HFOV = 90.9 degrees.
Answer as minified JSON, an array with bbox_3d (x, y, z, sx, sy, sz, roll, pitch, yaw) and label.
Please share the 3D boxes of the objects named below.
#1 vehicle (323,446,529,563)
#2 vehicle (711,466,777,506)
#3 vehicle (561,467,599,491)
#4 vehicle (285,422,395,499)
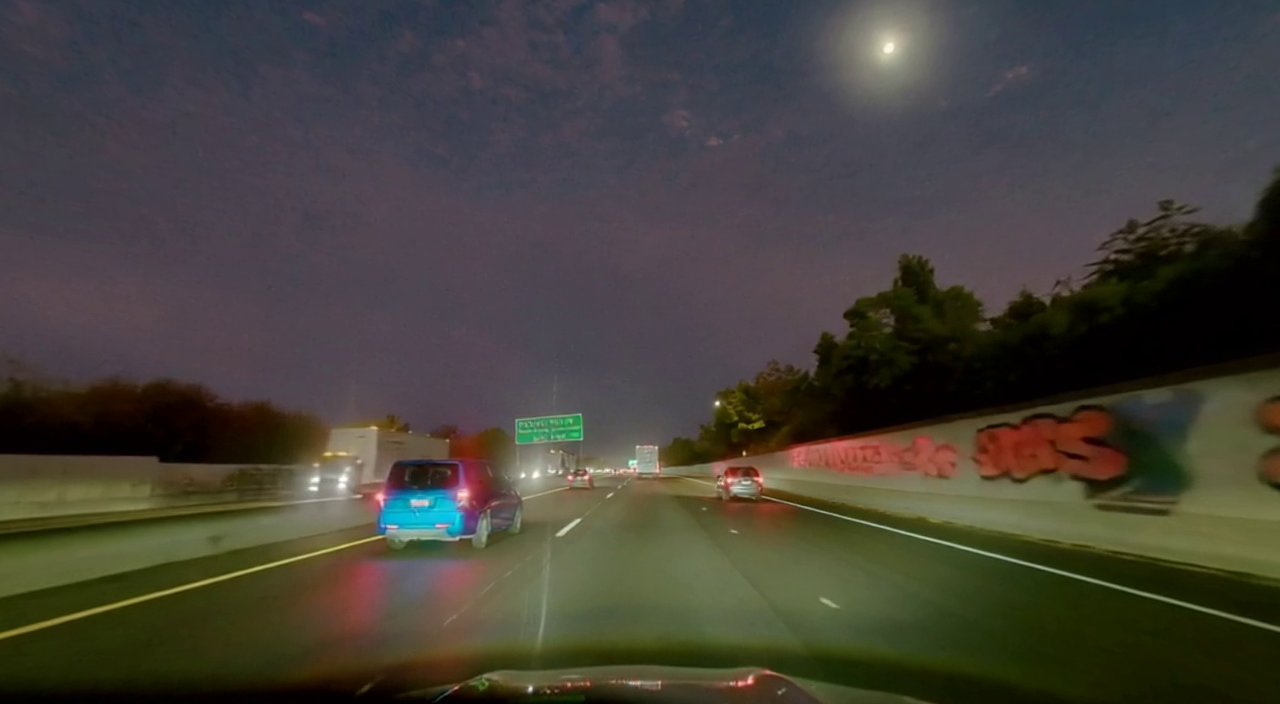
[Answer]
[{"bbox_3d":[-3.415,2.566,11.187,2.004,1.610,4.508,0,-10,1],"label":"vehicle"},{"bbox_3d":[4.146,5.415,25.717,1.917,1.458,4.199,1,-10,-1],"label":"vehicle"},{"bbox_3d":[-3.891,8.337,41.580,2.054,1.443,4.131,0,-10,0],"label":"vehicle"},{"bbox_3d":[-16.744,6.169,35.736,3.036,3.971,5.894,0,-10,0],"label":"vehicle"}]
